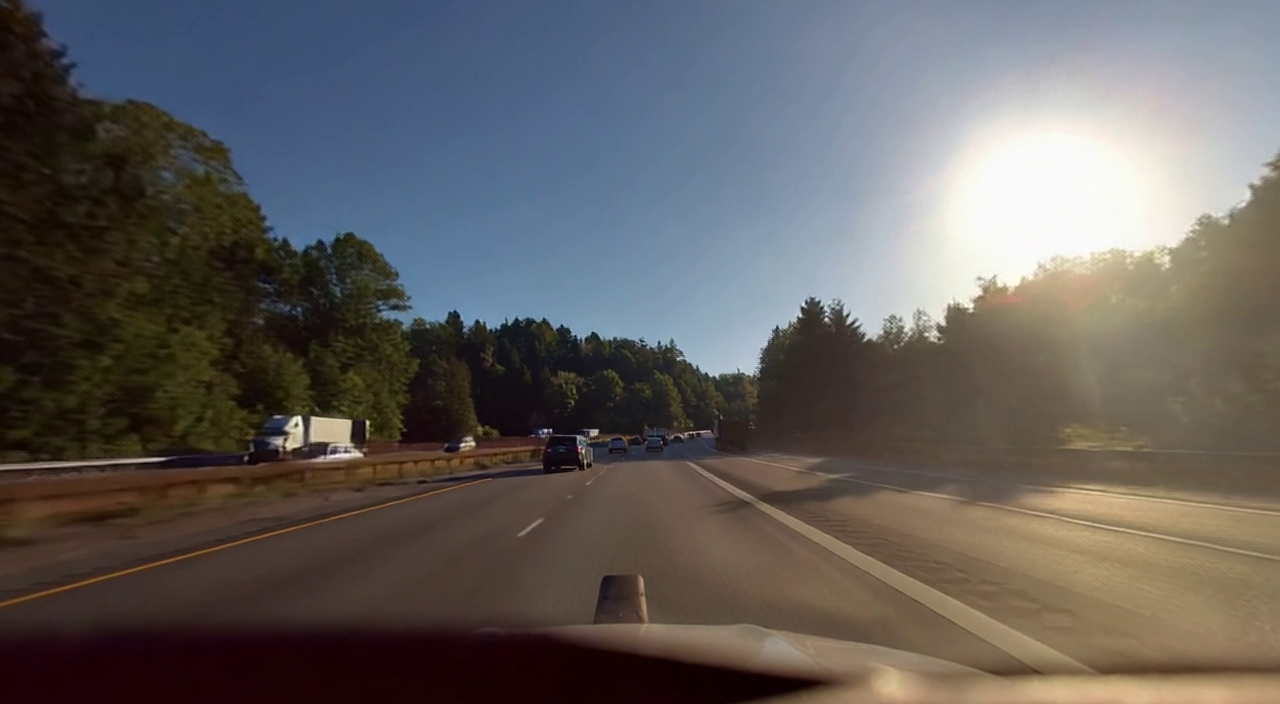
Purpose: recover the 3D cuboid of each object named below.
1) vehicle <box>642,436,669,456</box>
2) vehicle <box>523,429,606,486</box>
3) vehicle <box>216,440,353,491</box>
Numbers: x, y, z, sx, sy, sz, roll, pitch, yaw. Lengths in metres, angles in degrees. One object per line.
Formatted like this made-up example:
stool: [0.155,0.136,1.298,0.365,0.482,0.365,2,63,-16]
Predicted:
vehicle: [1.139,7.067,47.539,2.004,1.465,3.842,0,-8,1]
vehicle: [-2.256,3.291,20.102,2.137,1.618,4.209,0,-8,0]
vehicle: [-11.568,3.680,20.959,1.881,1.449,4.521,0,-8,1]
